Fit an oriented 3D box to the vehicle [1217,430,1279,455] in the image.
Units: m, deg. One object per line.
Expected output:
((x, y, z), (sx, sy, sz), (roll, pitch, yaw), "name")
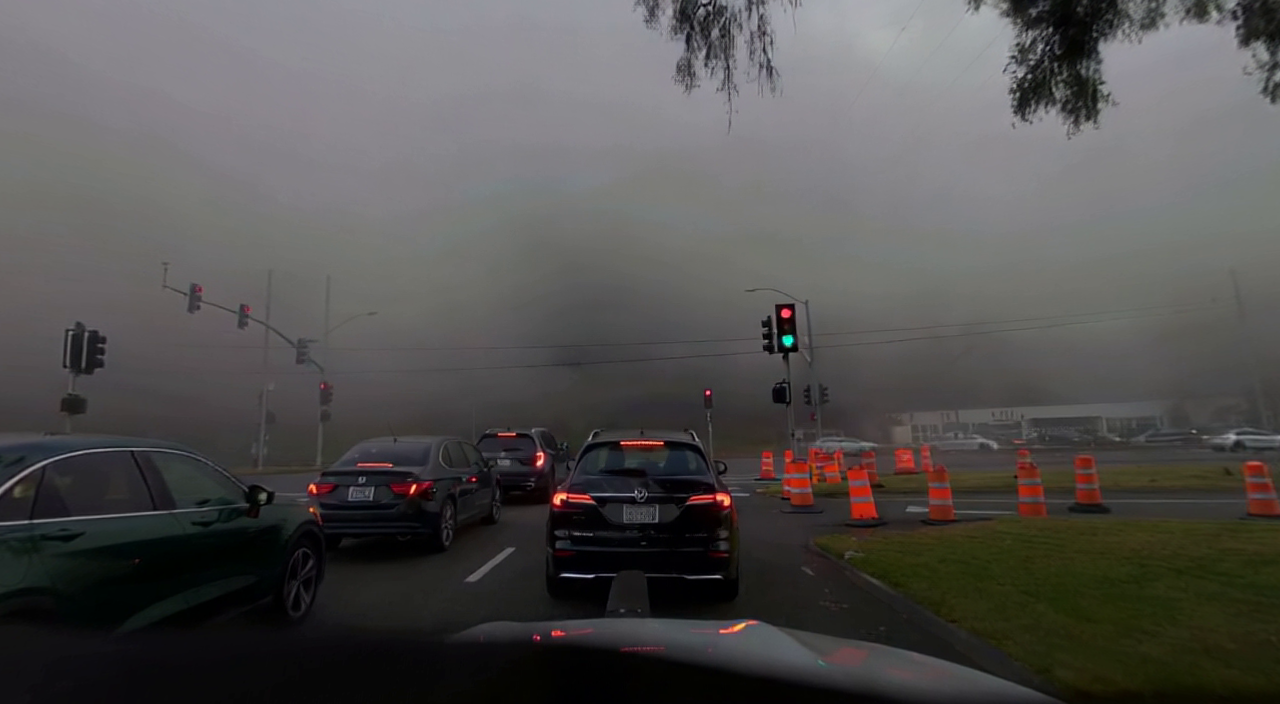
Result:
((40.426, 5.897, 40.904), (4.051, 1.583, 1.794), (0, -9, 1), "vehicle")

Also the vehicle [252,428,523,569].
((-3.282, 1.995, 9.444), (1.989, 1.541, 4.626), (0, -9, 2), "vehicle")

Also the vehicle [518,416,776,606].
((0.100, 1.617, 7.212), (2.167, 1.560, 3.676), (0, -9, 1), "vehicle")

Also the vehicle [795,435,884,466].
((12.851, 6.406, 40.863), (5.082, 1.907, 2.115), (0, -9, 3), "vehicle")

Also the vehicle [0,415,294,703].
((-3.595, 0.943, 2.146), (2.064, 1.497, 4.722), (0, -9, 1), "vehicle")
